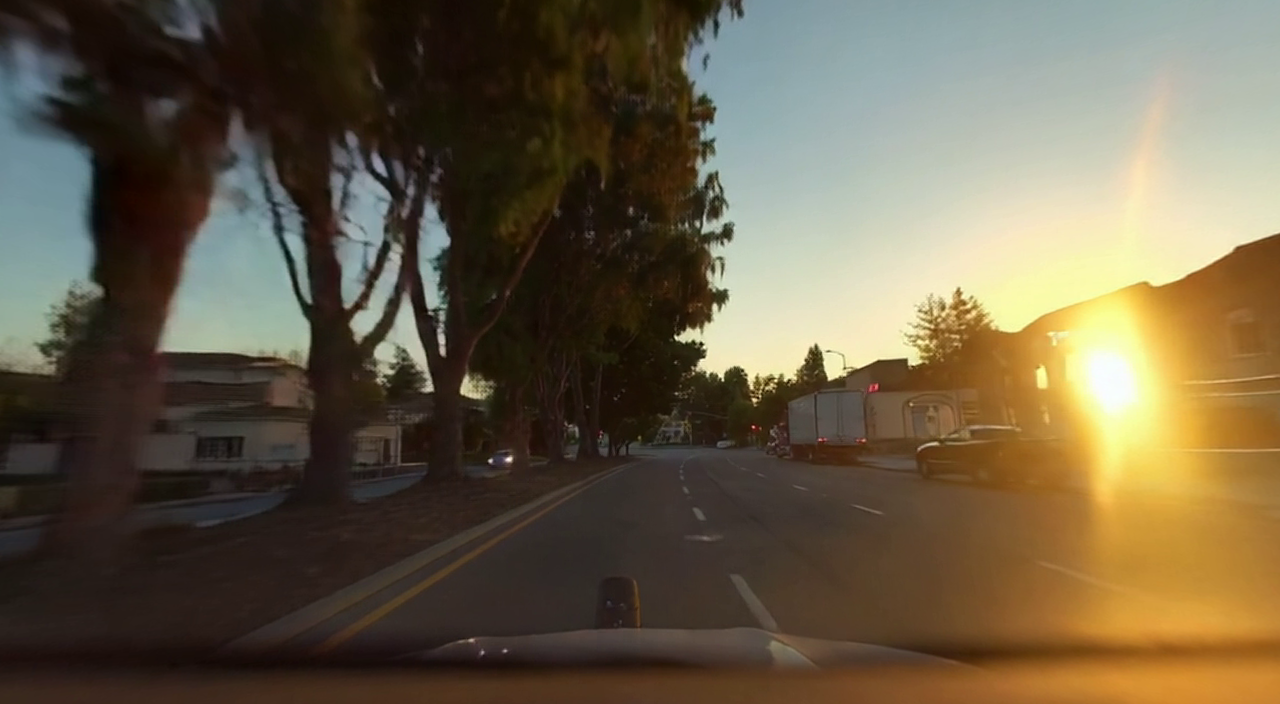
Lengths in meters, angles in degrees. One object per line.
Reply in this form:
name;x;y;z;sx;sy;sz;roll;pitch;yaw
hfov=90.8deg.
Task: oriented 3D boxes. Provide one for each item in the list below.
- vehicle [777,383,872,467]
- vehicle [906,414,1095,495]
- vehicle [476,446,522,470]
vehicle;11.804;5.155;42.797;2.907;4.439;17.681;-1;-8;6
vehicle;10.068;2.950;18.460;2.200;1.944;5.935;-1;-8;2
vehicle;-9.506;7.185;42.958;1.907;1.505;4.354;-1;-8;4
